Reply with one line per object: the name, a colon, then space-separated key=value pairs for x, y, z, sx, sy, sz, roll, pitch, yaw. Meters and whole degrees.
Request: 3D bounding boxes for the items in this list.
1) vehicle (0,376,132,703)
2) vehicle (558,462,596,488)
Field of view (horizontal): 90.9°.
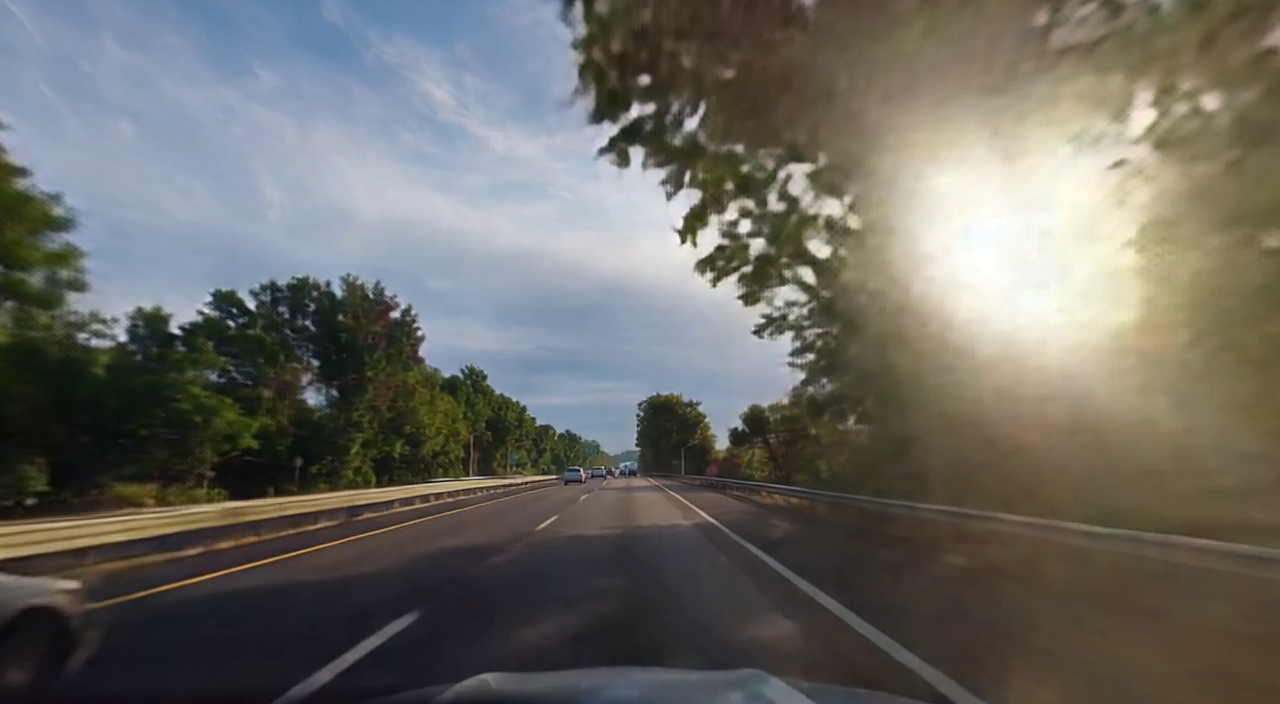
vehicle: x=-3.889 y=0.625 z=1.042 sx=2.123 sy=1.666 sz=4.709 roll=1 pitch=-10 yaw=0
vehicle: x=-4.148 y=8.236 z=42.239 sx=2.068 sy=1.592 sz=4.479 roll=1 pitch=-10 yaw=0
